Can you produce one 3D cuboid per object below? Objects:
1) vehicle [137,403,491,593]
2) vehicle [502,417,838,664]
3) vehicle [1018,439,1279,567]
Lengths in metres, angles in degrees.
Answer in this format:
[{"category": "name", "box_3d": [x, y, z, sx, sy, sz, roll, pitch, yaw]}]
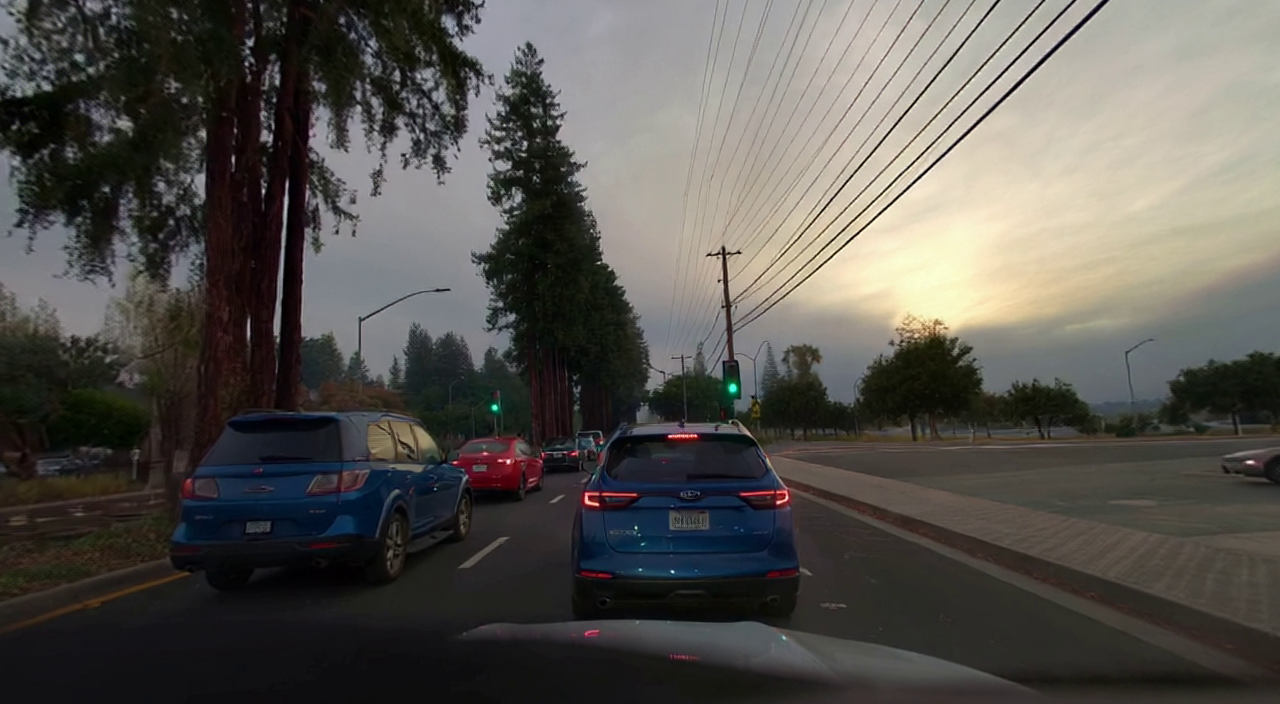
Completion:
[{"category": "vehicle", "box_3d": [-3.474, 1.647, 7.960, 2.105, 1.706, 4.337, 0, -9, 0]}, {"category": "vehicle", "box_3d": [0.112, 1.451, 5.944, 2.056, 1.487, 4.003, 0, -9, -2]}, {"category": "vehicle", "box_3d": [8.382, 2.157, 9.923, 1.993, 1.508, 4.521, 0, -9, -1]}]
